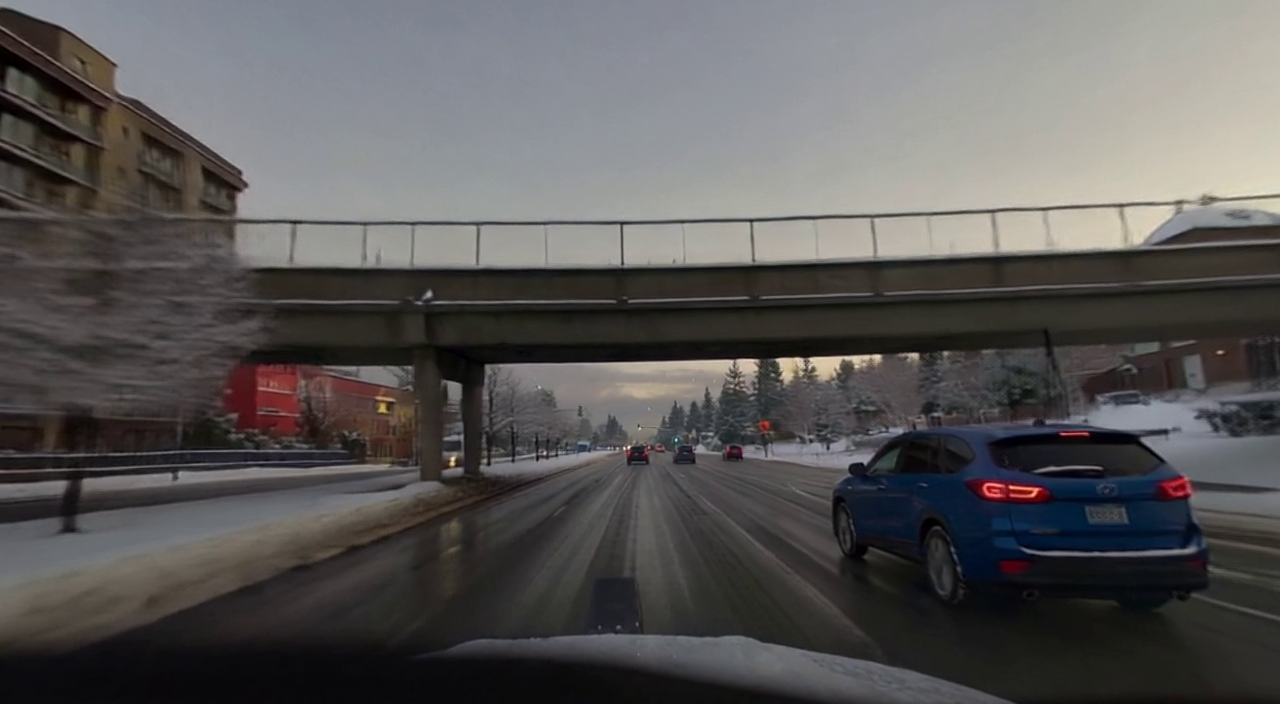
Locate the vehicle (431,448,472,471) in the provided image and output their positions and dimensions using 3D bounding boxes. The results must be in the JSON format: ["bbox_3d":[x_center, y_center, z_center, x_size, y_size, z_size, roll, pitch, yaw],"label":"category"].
[{"bbox_3d":[-14.122,8.062,47.535,1.812,1.511,4.123,-1,-7,0],"label":"vehicle"}]

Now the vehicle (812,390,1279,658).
[{"bbox_3d":[3.493,1.477,6.554,2.130,1.741,4.665,0,-9,1],"label":"vehicle"}]

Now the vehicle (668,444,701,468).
[{"bbox_3d":[3.364,7.913,48.233,2.165,1.708,3.928,0,-9,-1],"label":"vehicle"}]

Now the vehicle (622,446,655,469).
[{"bbox_3d":[-0.089,7.400,44.553,2.173,1.498,4.528,0,-9,0],"label":"vehicle"}]
